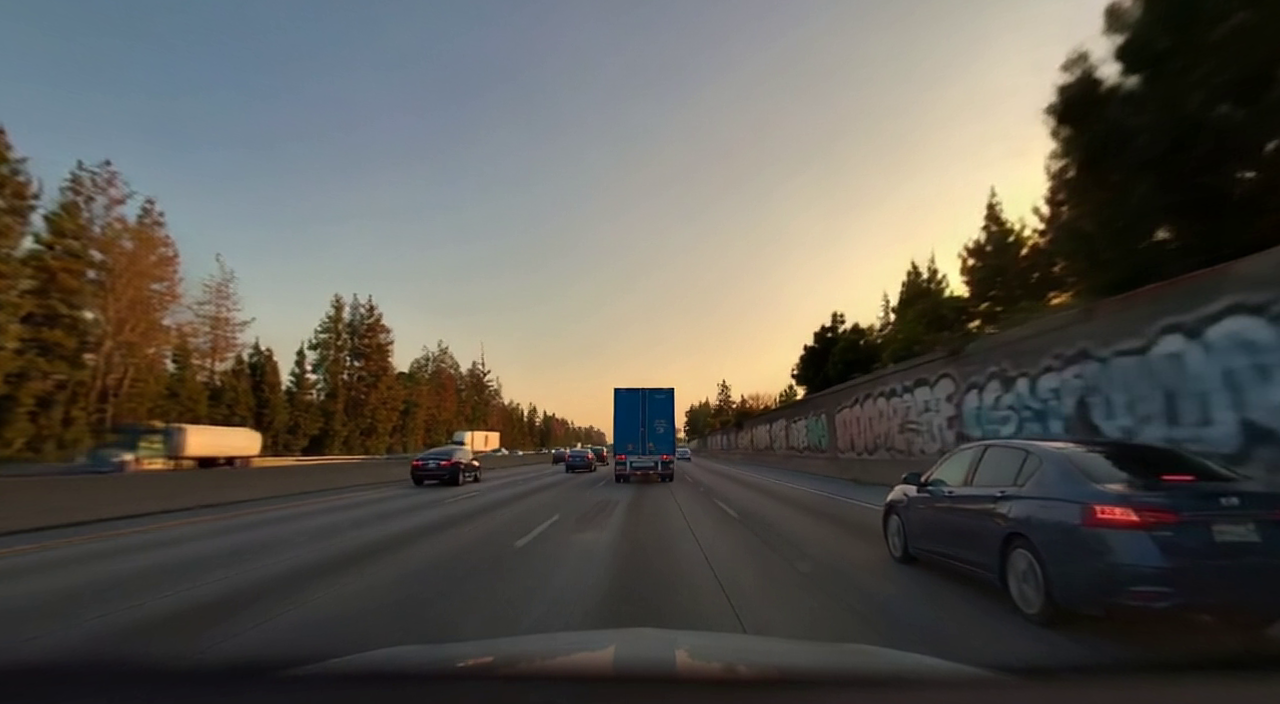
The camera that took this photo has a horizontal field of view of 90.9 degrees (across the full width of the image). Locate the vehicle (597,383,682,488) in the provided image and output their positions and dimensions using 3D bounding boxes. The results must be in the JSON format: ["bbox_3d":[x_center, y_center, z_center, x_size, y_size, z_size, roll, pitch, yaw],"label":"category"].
[{"bbox_3d":[-0.023,3.659,26.868,2.915,3.661,9.741,0,-9,0],"label":"vehicle"}]

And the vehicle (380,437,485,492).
[{"bbox_3d":[-6.661,3.651,20.750,2.005,1.607,4.042,0,-9,1],"label":"vehicle"}]

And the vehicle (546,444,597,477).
[{"bbox_3d":[-3.343,5.416,31.667,2.020,1.505,4.171,0,-9,1],"label":"vehicle"}]

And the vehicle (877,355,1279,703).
[{"bbox_3d":[3.792,1.189,4.816,2.205,1.689,4.403,0,-9,0],"label":"vehicle"}]
